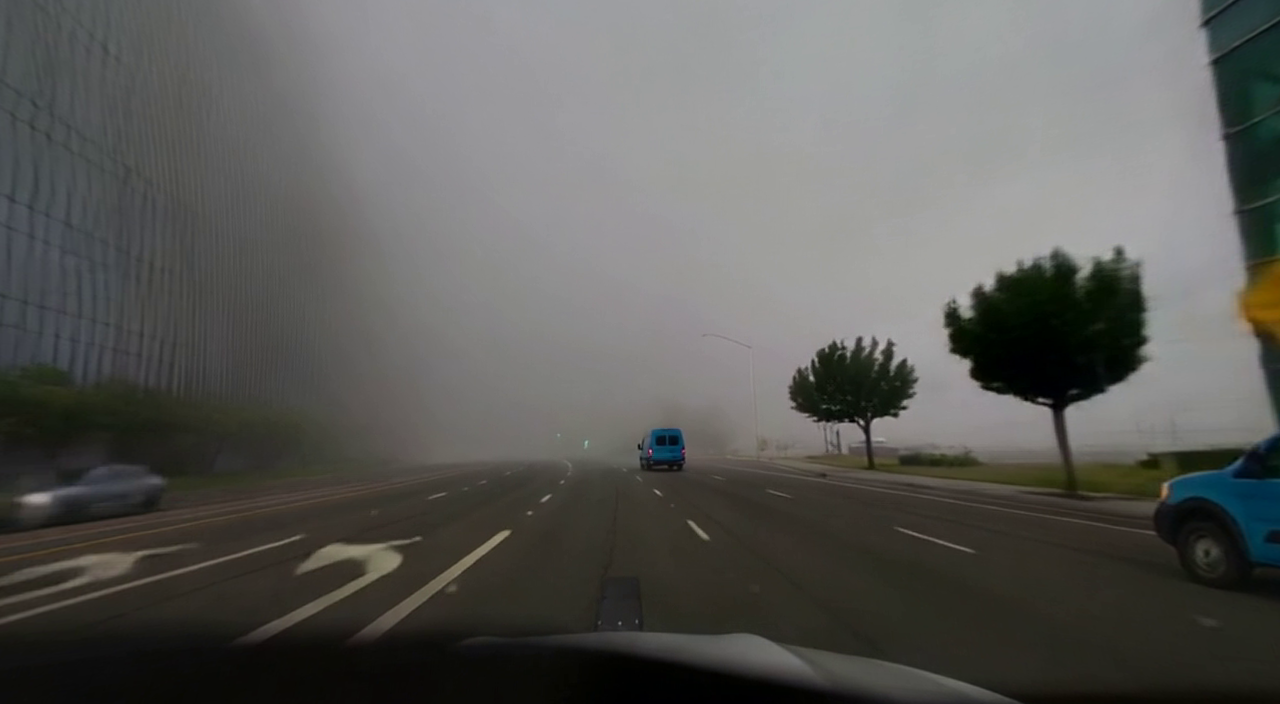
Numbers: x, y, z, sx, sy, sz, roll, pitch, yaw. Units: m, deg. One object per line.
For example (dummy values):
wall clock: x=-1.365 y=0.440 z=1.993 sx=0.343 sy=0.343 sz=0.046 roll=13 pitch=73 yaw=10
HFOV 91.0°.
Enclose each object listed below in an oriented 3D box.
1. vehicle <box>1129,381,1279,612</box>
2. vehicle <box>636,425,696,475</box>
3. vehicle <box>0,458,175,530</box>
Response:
vehicle: x=5.847 y=0.964 z=3.894 sx=1.992 sy=1.726 sz=4.434 roll=0 pitch=-8 yaw=-1
vehicle: x=1.186 y=4.830 z=31.284 sx=2.339 sy=2.244 sz=4.817 roll=1 pitch=-8 yaw=-6
vehicle: x=-14.565 y=3.515 z=16.147 sx=1.893 sy=1.447 sz=4.581 roll=0 pitch=-8 yaw=-3
